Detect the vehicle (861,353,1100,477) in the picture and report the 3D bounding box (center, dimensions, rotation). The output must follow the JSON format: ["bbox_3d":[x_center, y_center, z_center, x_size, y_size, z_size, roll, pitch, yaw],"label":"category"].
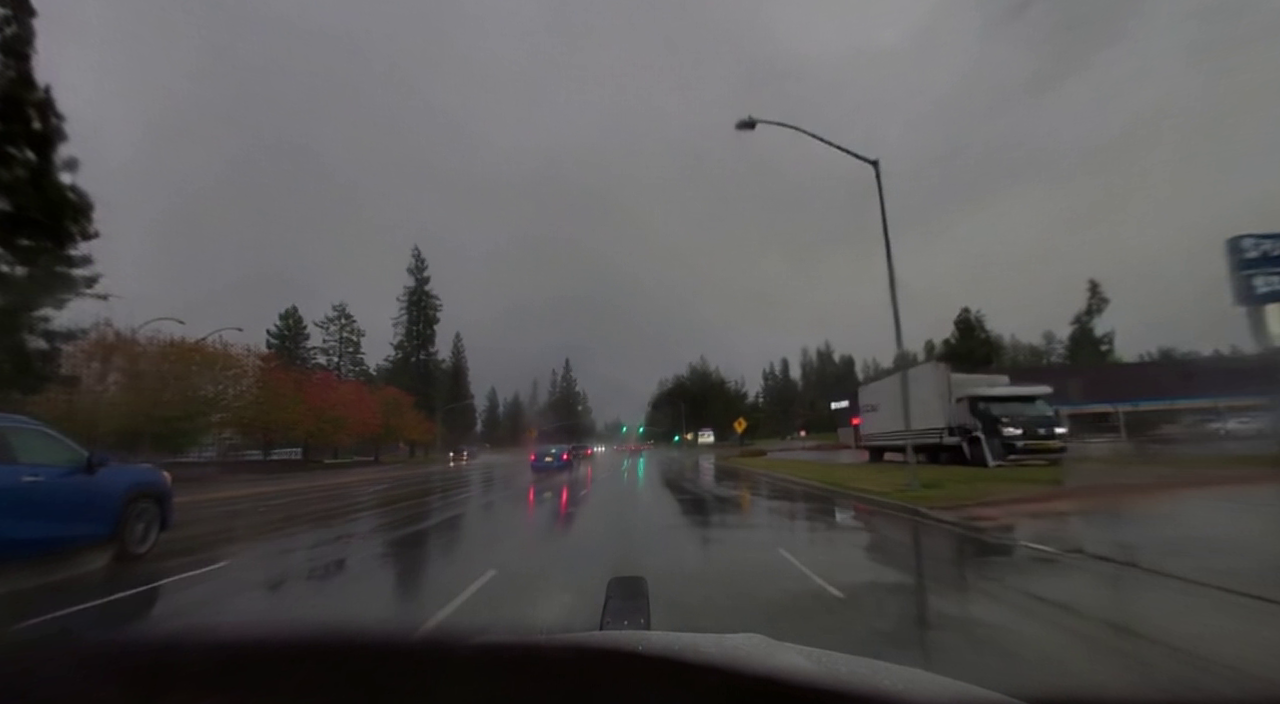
[{"bbox_3d":[12.059,2.679,24.301,2.995,3.704,10.928,0,-9,-1],"label":"vehicle"}]

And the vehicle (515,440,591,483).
[{"bbox_3d":[-3.193,4.130,24.078,2.152,1.479,4.394,0,-9,1],"label":"vehicle"}]

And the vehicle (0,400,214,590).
[{"bbox_3d":[-6.883,1.389,6.313,2.043,1.726,4.472,0,-9,0],"label":"vehicle"}]
